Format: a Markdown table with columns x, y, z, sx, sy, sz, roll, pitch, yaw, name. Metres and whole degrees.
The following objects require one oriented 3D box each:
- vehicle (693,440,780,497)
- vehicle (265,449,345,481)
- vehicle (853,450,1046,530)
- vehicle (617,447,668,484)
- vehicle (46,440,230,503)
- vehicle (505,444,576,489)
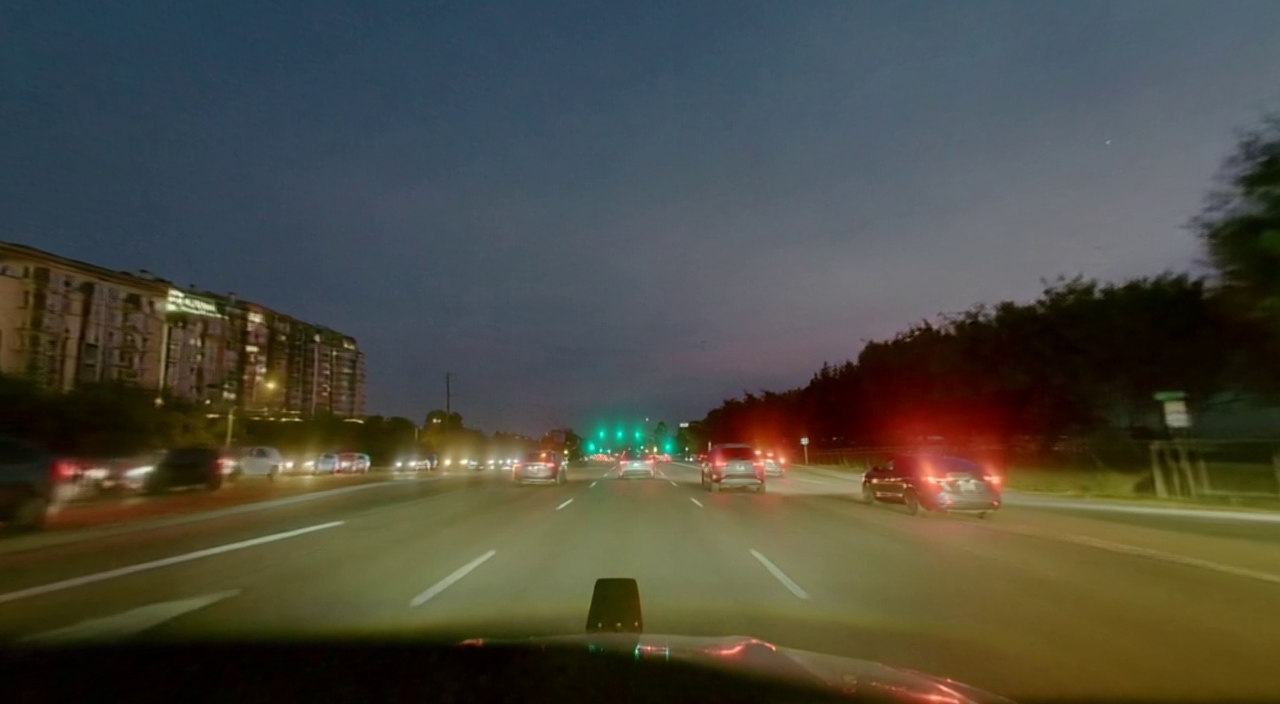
| x | y | z | sx | sy | sz | roll | pitch | yaw | name |
| --- | --- | --- | --- | --- | --- | --- | --- | --- | --- |
| 3.138 | 3.877 | 21.463 | 2.161 | 1.716 | 4.194 | 0 | -8 | -2 | vehicle |
| -19.064 | 6.434 | 36.261 | 2.186 | 1.676 | 4.444 | -1 | -8 | -1 | vehicle |
| 6.456 | 2.883 | 13.850 | 1.945 | 1.408 | 4.288 | 0 | -8 | -2 | vehicle |
| 0.060 | 5.140 | 28.949 | 2.155 | 1.486 | 4.403 | 0 | -8 | -1 | vehicle |
| -15.503 | 3.687 | 19.966 | 1.915 | 1.718 | 4.766 | 0 | -8 | -1 | vehicle |
| -3.943 | 4.593 | 25.749 | 2.172 | 1.671 | 4.175 | 0 | -8 | 0 | vehicle |
